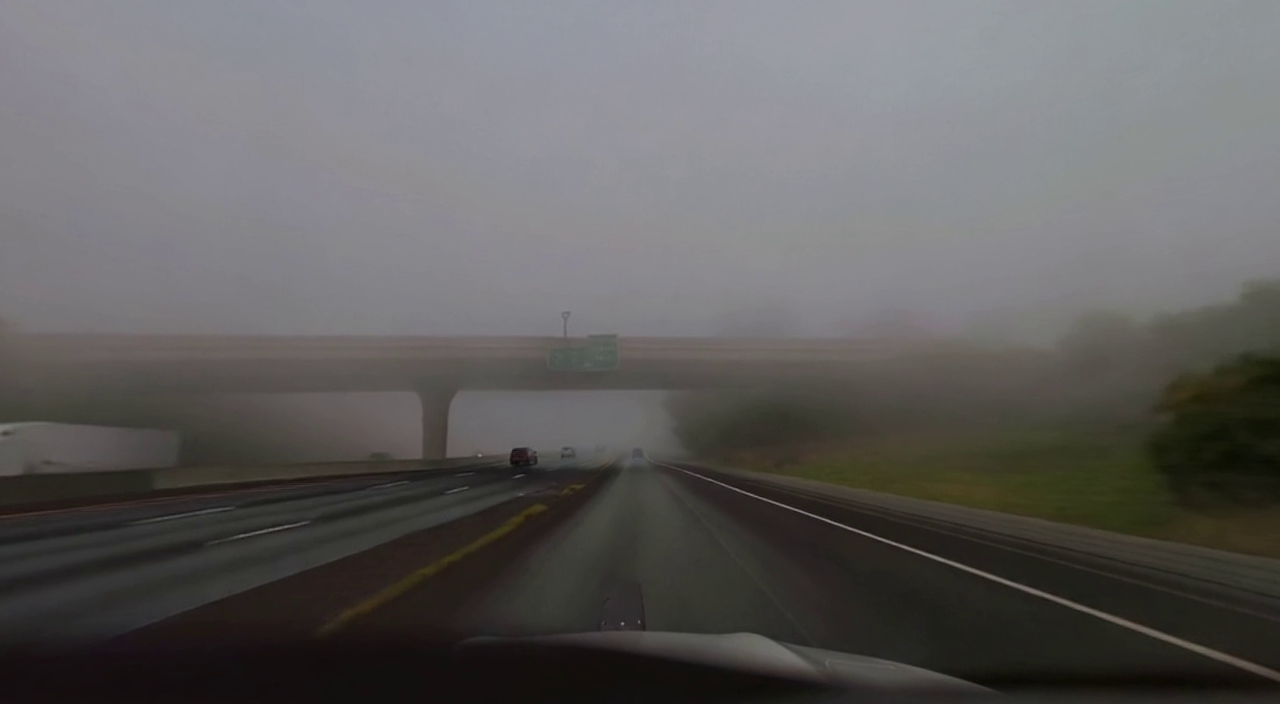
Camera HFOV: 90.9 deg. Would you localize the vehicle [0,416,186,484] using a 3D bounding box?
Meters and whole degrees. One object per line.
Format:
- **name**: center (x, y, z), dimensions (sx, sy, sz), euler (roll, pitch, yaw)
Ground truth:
- **vehicle**: center (-31.314, 5.452, 34.981), dimensions (2.715, 3.193, 12.176), euler (0, -9, 2)
